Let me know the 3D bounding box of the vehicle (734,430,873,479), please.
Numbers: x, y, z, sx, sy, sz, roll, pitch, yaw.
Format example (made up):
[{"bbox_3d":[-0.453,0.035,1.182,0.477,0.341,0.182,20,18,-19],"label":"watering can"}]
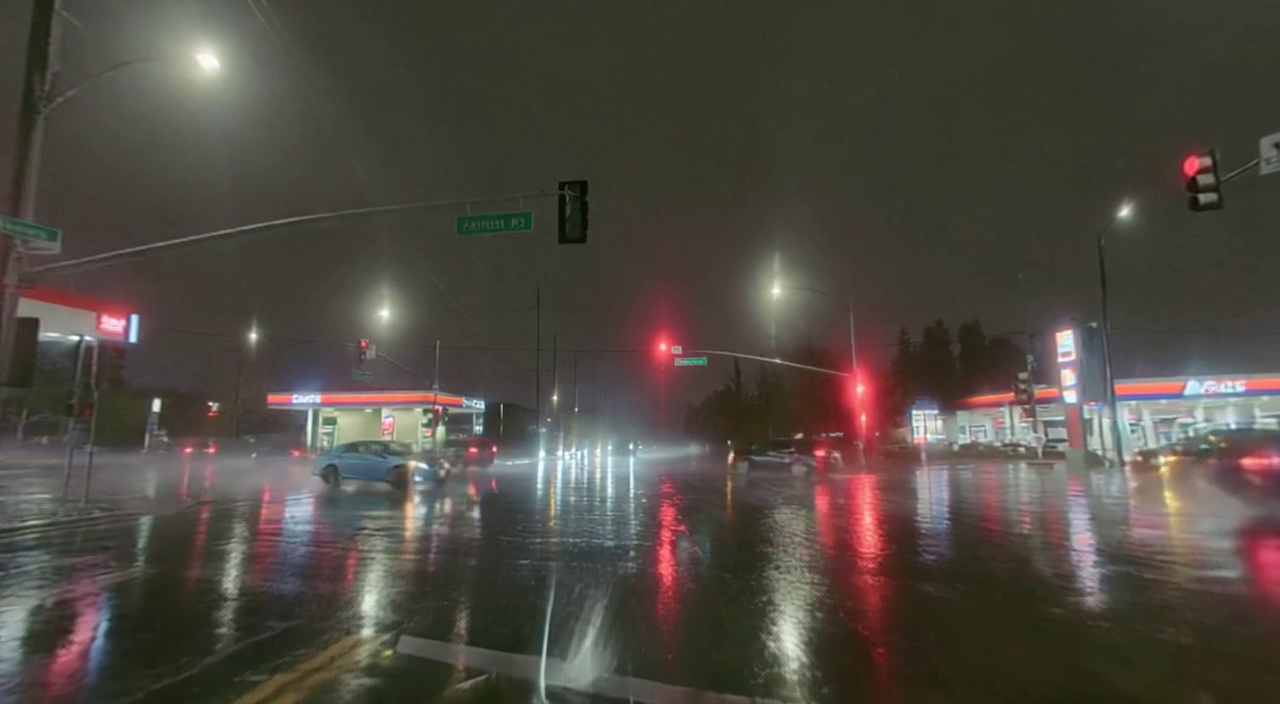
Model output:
[{"bbox_3d":[5.959,3.733,23.127,4.568,1.643,1.911,-4,-10,26],"label":"vehicle"}]

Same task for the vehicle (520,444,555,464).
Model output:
[{"bbox_3d":[-7.939,7.893,49.136,2.079,1.491,4.045,0,-9,-1],"label":"vehicle"}]

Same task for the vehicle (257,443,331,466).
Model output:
[{"bbox_3d":[-22.864,6.761,41.687,4.801,1.466,1.830,-5,-10,27],"label":"vehicle"}]

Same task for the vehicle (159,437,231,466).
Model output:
[{"bbox_3d":[-28.632,6.384,40.629,4.311,1.742,1.864,-5,-10,27],"label":"vehicle"}]

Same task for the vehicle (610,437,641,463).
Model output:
[{"bbox_3d":[-1.118,7.125,46.038,2.083,1.764,5.011,0,-9,-3],"label":"vehicle"}]

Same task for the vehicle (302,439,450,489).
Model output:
[{"bbox_3d":[-8.654,3.606,20.611,4.670,1.458,1.959,-5,-10,30],"label":"vehicle"}]

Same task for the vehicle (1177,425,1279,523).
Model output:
[{"bbox_3d":[11.761,1.879,9.799,4.806,1.482,1.862,-5,-10,26],"label":"vehicle"}]

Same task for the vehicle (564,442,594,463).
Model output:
[{"bbox_3d":[-4.596,7.655,48.143,2.003,1.481,4.091,0,-9,-2],"label":"vehicle"}]
